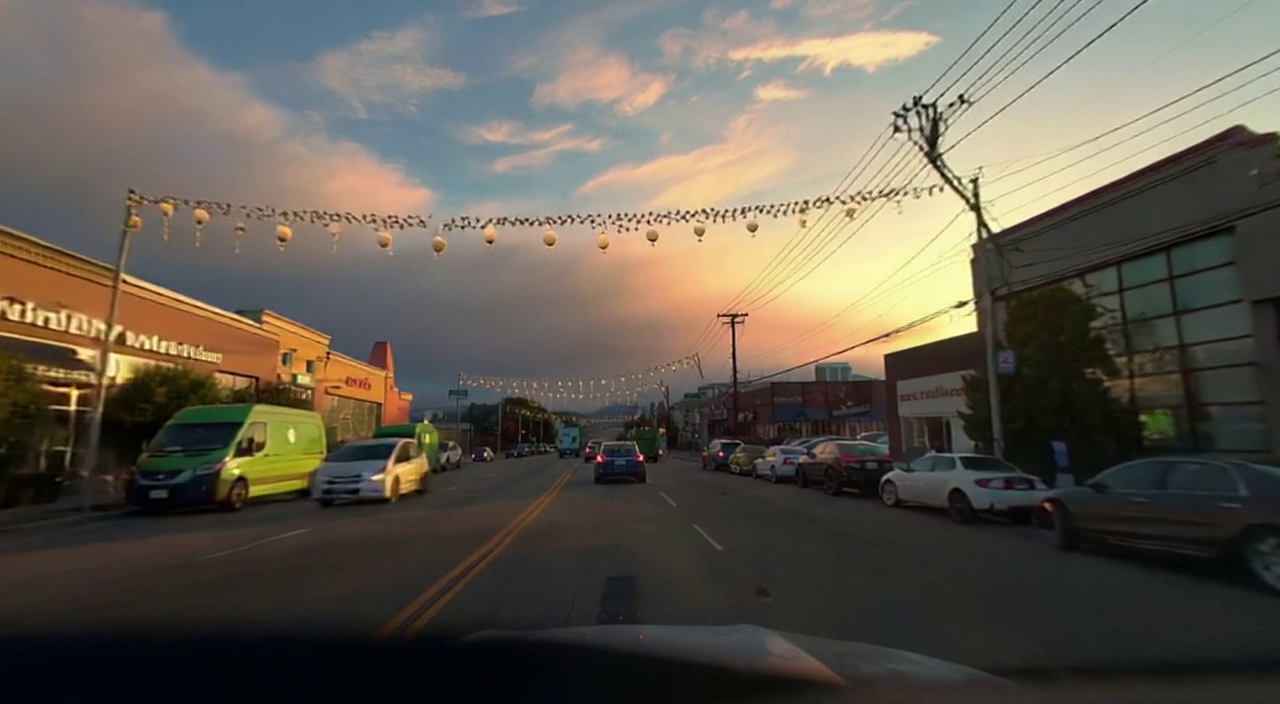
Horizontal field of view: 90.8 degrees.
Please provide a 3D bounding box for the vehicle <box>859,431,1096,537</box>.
[{"bbox_3d":[5.629,2.203,11.202,1.943,1.507,3.816,0,-8,-3],"label":"vehicle"}]

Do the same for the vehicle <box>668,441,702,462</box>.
[{"bbox_3d":[3.314,7.364,47.108,1.824,1.481,4.057,1,-8,-7],"label":"vehicle"}]

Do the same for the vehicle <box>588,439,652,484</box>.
[{"bbox_3d":[-0.800,3.889,22.887,2.112,1.464,4.411,0,-8,-4],"label":"vehicle"}]

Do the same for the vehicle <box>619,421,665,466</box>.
[{"bbox_3d":[0.196,5.857,40.562,2.649,2.583,5.800,-1,-8,3],"label":"vehicle"}]

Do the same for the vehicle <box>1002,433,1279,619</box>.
[{"bbox_3d":[5.850,1.495,5.970,1.921,1.430,4.455,0,-8,-5],"label":"vehicle"}]

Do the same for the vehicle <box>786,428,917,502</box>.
[{"bbox_3d":[5.458,2.961,17.016,1.876,1.692,4.492,0,-8,-1],"label":"vehicle"}]

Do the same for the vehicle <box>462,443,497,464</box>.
[{"bbox_3d":[-12.581,7.926,49.715,1.962,1.529,4.109,1,-8,-4],"label":"vehicle"}]

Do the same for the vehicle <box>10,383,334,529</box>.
[{"bbox_3d":[-9.999,2.340,14.710,2.964,2.597,6.437,0,-8,-5],"label":"vehicle"}]

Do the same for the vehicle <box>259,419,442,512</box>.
[{"bbox_3d":[-6.912,2.750,15.894,2.456,1.935,4.769,0,-8,-2],"label":"vehicle"}]
